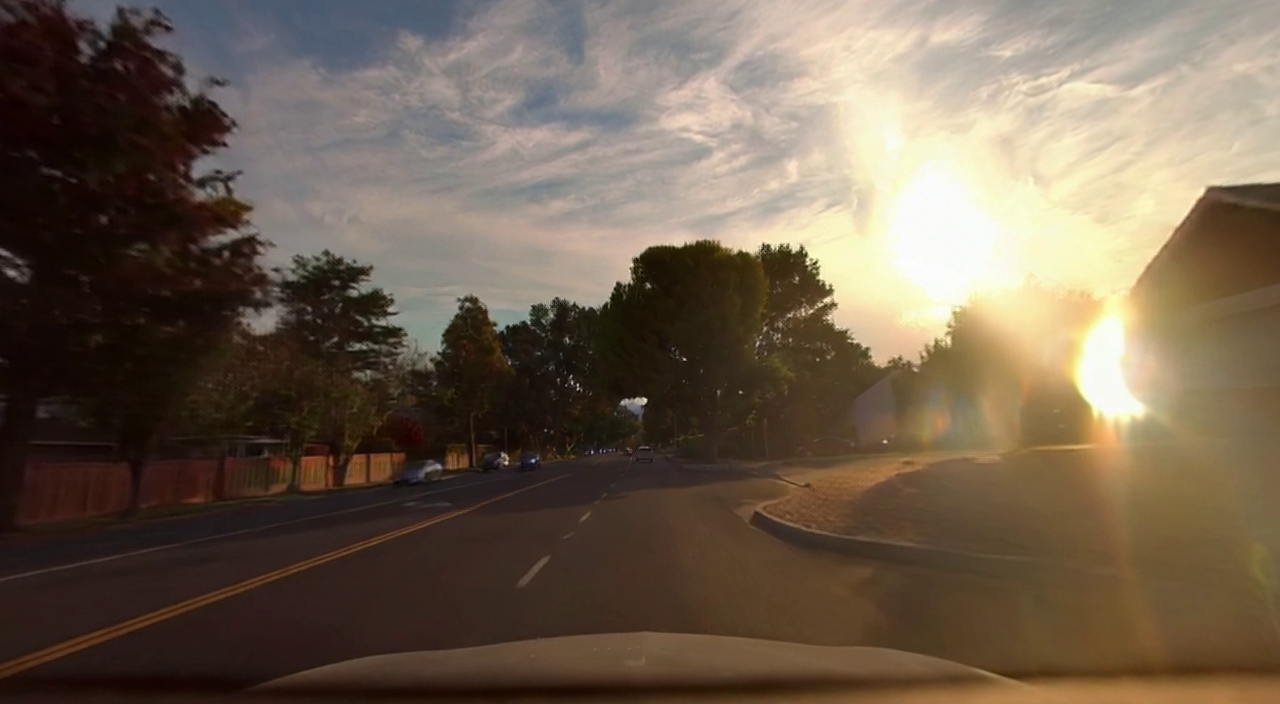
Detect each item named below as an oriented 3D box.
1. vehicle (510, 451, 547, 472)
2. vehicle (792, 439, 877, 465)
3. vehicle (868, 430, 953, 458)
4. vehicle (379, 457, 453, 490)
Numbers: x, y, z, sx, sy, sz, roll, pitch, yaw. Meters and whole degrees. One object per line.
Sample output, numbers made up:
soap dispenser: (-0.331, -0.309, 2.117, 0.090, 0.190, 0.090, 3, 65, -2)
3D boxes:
vehicle: (-8.489, 8.414, 48.485, 1.961, 1.518, 4.846, 0, -9, 0)
vehicle: (13.481, 6.937, 43.889, 5.177, 1.468, 2.090, -4, -7, 2)
vehicle: (18.851, 6.454, 44.055, 4.821, 1.832, 2.196, 0, -9, -3)
vehicle: (-11.185, 6.097, 31.908, 2.026, 1.519, 4.534, -1, -9, 1)
